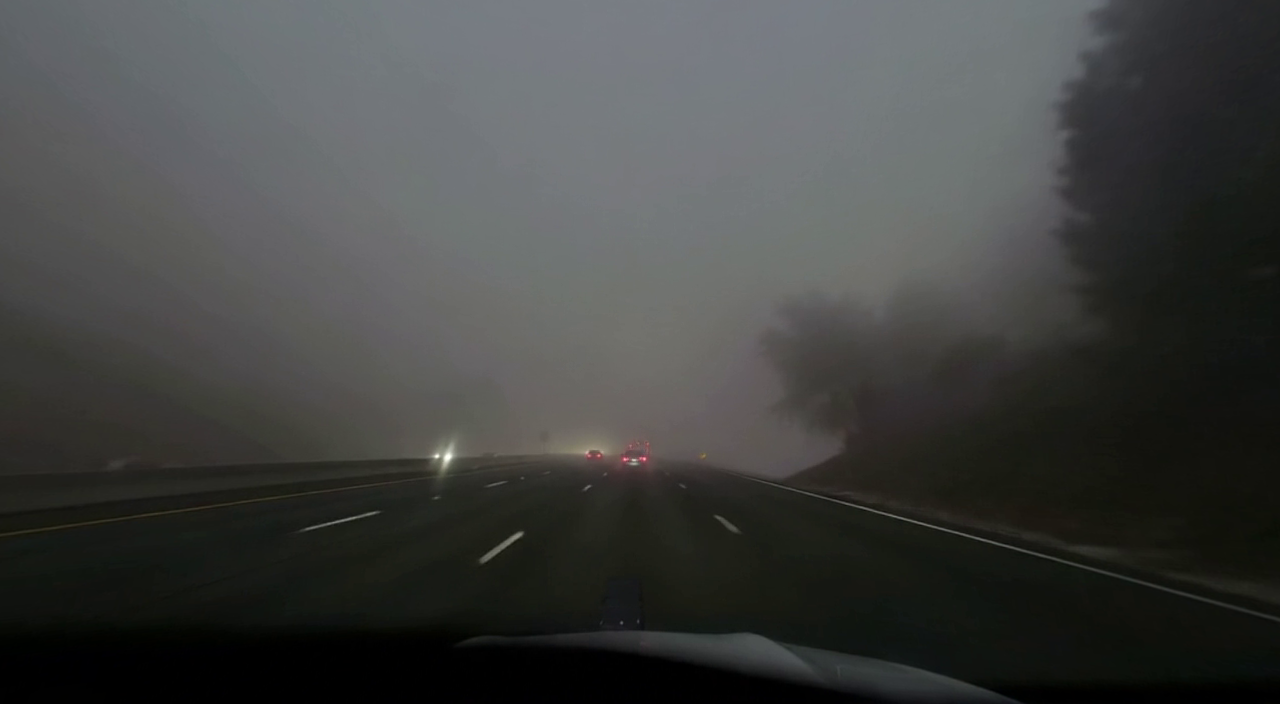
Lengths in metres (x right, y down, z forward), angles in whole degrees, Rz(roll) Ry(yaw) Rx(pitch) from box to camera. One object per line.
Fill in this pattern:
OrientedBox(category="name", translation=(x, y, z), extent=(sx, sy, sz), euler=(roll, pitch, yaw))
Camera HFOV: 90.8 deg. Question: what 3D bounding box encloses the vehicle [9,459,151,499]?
OrientedBox(category="vehicle", translation=(-22.894, 5.171, 26.066), extent=(1.789, 1.452, 4.408), euler=(0, -9, 0))
